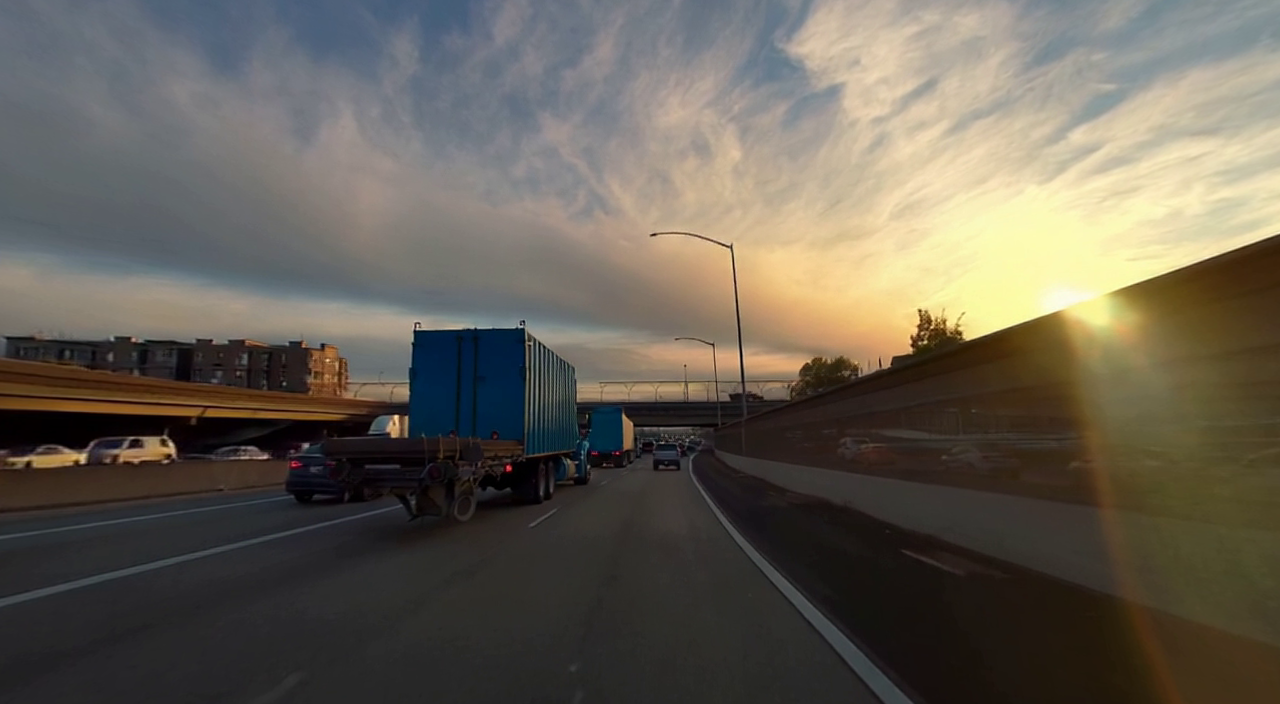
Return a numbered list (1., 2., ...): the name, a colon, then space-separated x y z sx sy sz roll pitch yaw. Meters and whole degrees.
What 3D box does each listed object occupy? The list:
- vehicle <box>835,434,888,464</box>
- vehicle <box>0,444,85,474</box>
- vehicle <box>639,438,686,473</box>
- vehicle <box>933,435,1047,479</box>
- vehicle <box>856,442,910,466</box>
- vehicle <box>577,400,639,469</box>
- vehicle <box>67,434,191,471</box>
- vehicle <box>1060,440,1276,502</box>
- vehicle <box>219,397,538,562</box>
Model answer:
1. vehicle: 16.170 7.129 46.387 2.241 2.052 5.864 -1 -9 5
2. vehicle: -32.425 5.690 33.734 1.694 1.522 3.815 -1 -9 3
3. vehicle: 1.171 5.154 31.479 2.178 1.640 4.071 -1 -9 3
4. vehicle: 14.580 4.406 26.641 2.237 1.656 4.676 0 -9 2
5. vehicle: 15.614 6.588 40.695 1.859 1.452 4.749 -1 -9 4
6. vehicle: -1.838 5.432 40.918 3.073 3.894 9.782 -1 -9 3
7. vehicle: -28.978 5.740 36.019 2.153 1.942 5.556 -1 -9 4
8. vehicle: 14.158 3.188 17.403 1.872 1.454 4.908 -1 -9 2
9. vehicle: -3.290 1.706 8.996 2.896 1.779 3.441 1 -8 3
